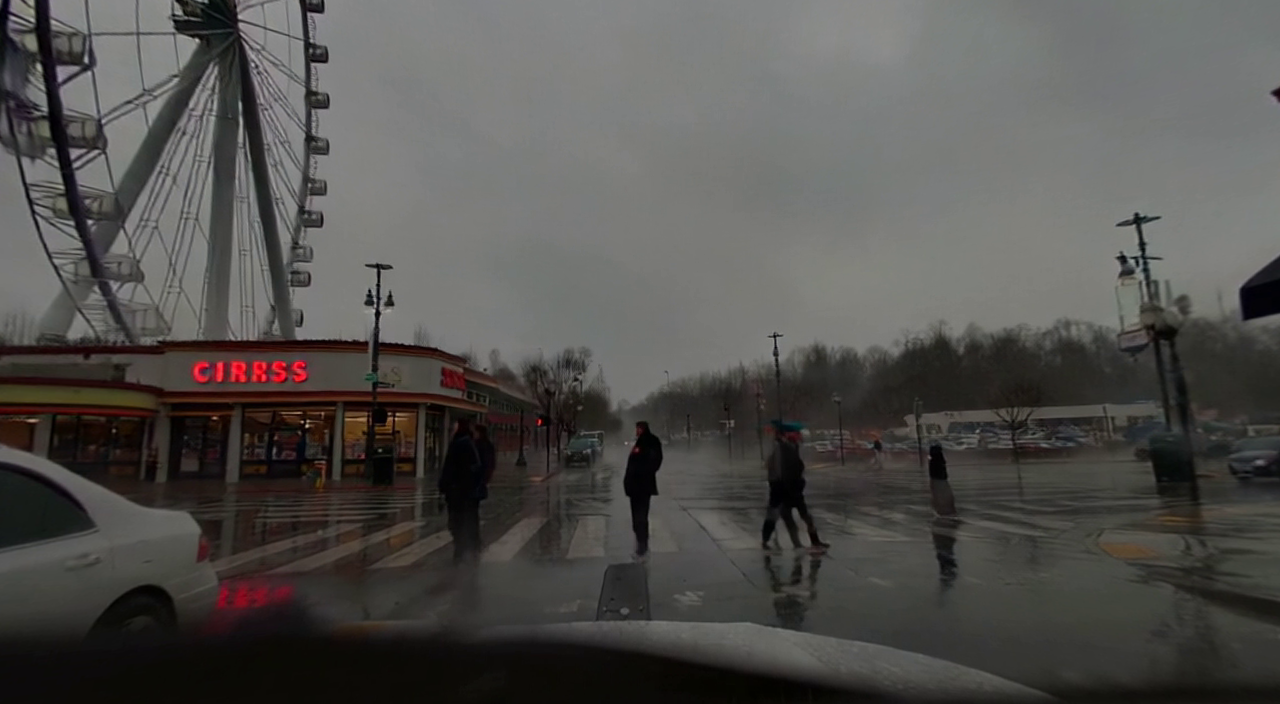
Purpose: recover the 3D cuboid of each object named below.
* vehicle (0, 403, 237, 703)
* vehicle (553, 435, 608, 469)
[{"bbox_3d":[-3.371,0.787,1.186,1.940,1.505,4.676,-1,-9,3],"label":"vehicle"},{"bbox_3d":[-3.885,6.355,40.268,2.549,2.000,5.699,2,-9,-15],"label":"vehicle"}]
